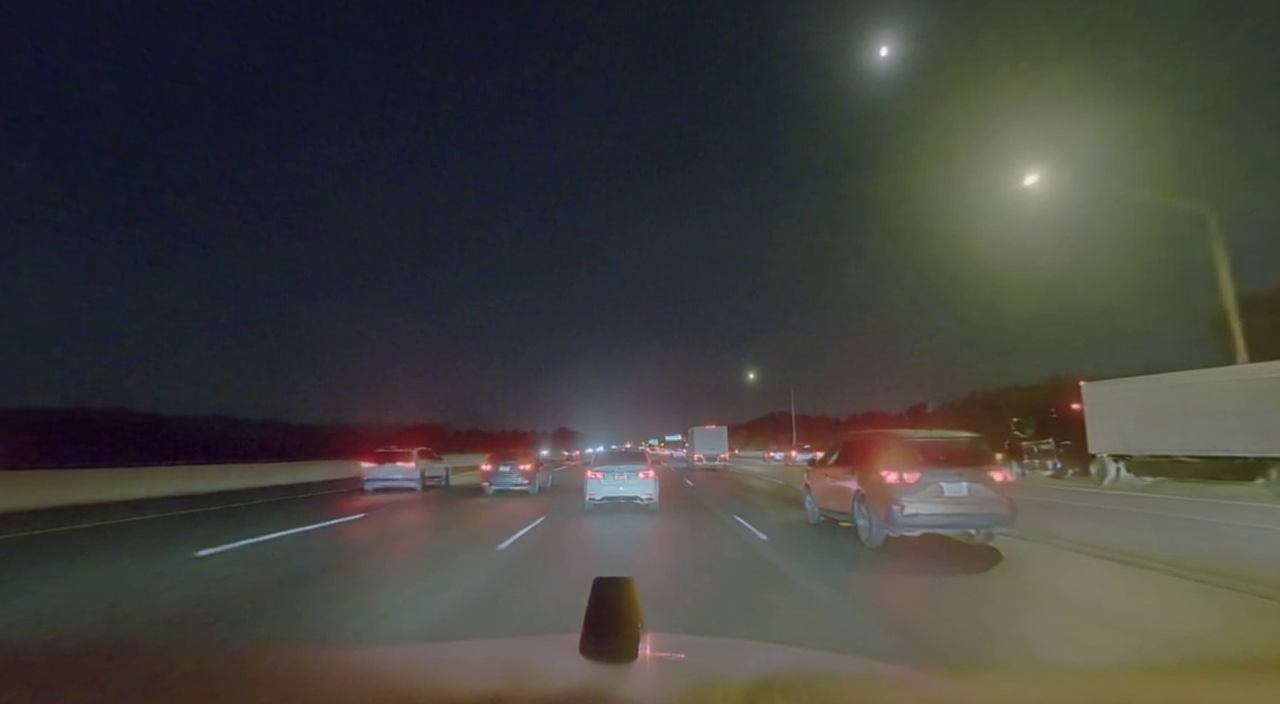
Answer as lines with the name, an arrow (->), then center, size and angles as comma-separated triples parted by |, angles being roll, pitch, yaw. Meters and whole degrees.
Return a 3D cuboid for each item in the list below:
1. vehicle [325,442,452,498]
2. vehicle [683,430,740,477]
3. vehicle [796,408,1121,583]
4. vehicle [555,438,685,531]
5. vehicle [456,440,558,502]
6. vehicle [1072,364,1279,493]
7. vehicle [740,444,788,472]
vehicle -> -7.881, 3.724, 20.352 | 2.032, 1.549, 4.850 | 0, -9, 1
vehicle -> 3.727, 5.425, 33.847 | 2.440, 2.313, 5.266 | 0, -9, 0
vehicle -> 3.593, 1.698, 8.192 | 2.053, 1.666, 4.106 | 0, -9, 0
vehicle -> -0.295, 2.487, 12.430 | 2.132, 1.499, 4.038 | 0, -9, 1
vehicle -> -3.667, 3.375, 18.225 | 1.926, 1.542, 4.329 | 0, -9, 1
vehicle -> 21.392, 2.820, 22.501 | 2.970, 4.079, 10.086 | 3, -9, -14
vehicle -> 7.564, 6.511, 38.837 | 2.055, 1.650, 4.241 | 0, -9, -1
